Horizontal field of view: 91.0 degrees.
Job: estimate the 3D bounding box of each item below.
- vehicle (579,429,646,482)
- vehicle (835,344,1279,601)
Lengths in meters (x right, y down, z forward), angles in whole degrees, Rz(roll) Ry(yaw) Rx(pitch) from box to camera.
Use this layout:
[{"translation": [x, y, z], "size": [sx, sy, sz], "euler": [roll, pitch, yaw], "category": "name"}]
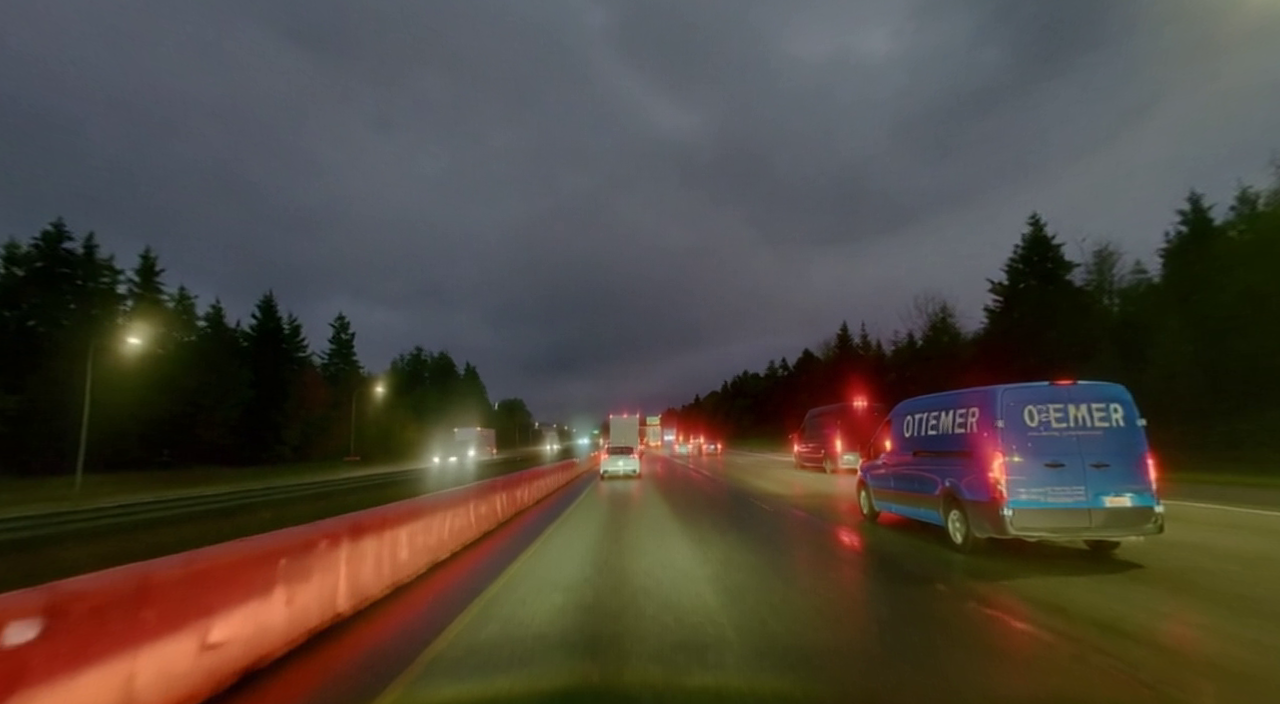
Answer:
[{"translation": [-0.900, 3.518, 21.652], "size": [2.100, 1.636, 3.620], "euler": [0, -8, -1], "category": "vehicle"}, {"translation": [4.338, 1.290, 7.565], "size": [2.223, 2.008, 5.121], "euler": [0, -8, -1], "category": "vehicle"}]
